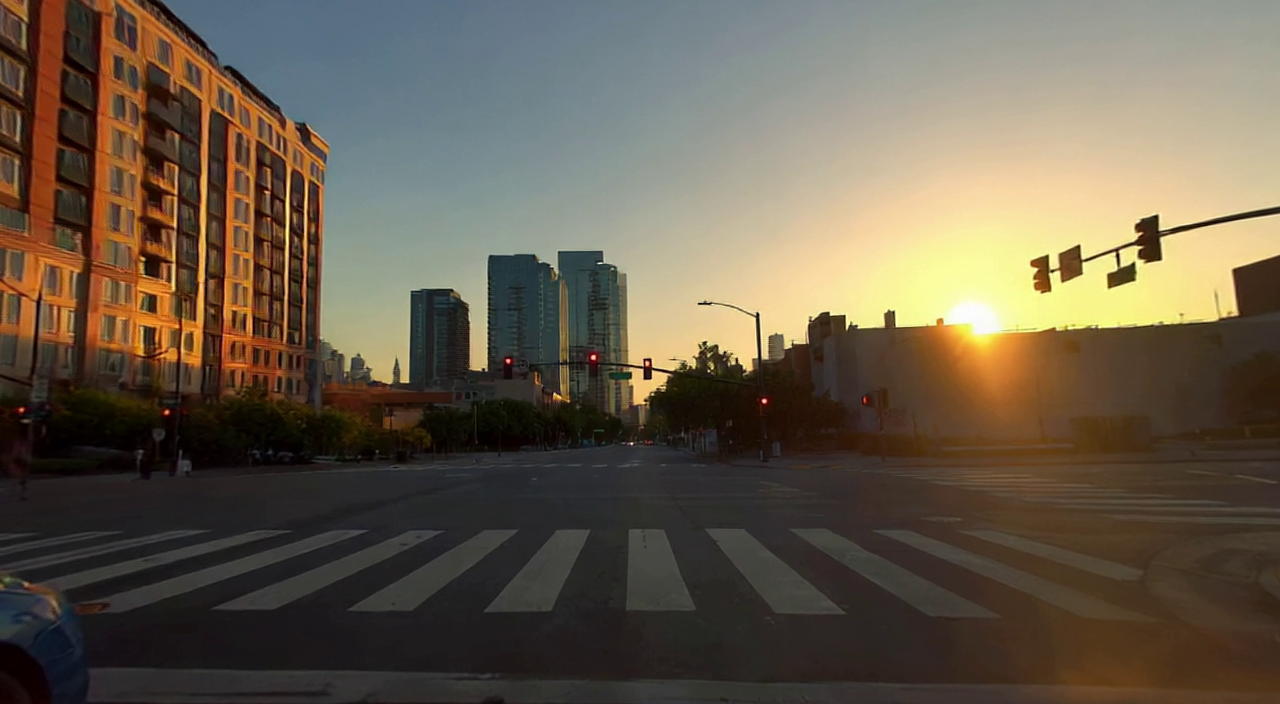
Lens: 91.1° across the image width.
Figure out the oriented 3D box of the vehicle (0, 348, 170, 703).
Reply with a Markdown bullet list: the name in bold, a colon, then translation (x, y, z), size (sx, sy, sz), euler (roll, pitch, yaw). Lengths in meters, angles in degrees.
- **vehicle**: translation (-3.631, 0.620, 1.059), size (2.109, 1.692, 4.587), euler (0, -8, 0)
